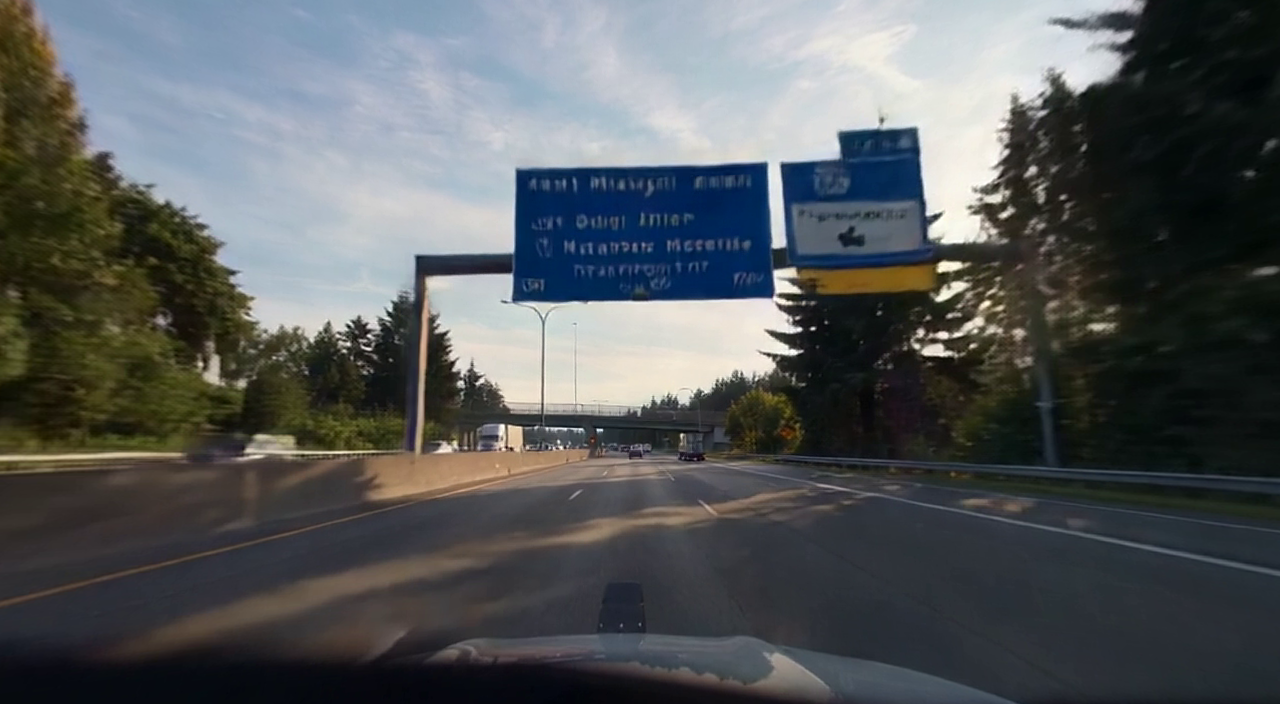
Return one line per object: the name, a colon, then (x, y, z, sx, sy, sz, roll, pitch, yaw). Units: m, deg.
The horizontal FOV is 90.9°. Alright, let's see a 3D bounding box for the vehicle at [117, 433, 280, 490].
vehicle: (-12.268, 3.073, 17.868, 1.806, 1.414, 3.868, 0, -9, 0)
